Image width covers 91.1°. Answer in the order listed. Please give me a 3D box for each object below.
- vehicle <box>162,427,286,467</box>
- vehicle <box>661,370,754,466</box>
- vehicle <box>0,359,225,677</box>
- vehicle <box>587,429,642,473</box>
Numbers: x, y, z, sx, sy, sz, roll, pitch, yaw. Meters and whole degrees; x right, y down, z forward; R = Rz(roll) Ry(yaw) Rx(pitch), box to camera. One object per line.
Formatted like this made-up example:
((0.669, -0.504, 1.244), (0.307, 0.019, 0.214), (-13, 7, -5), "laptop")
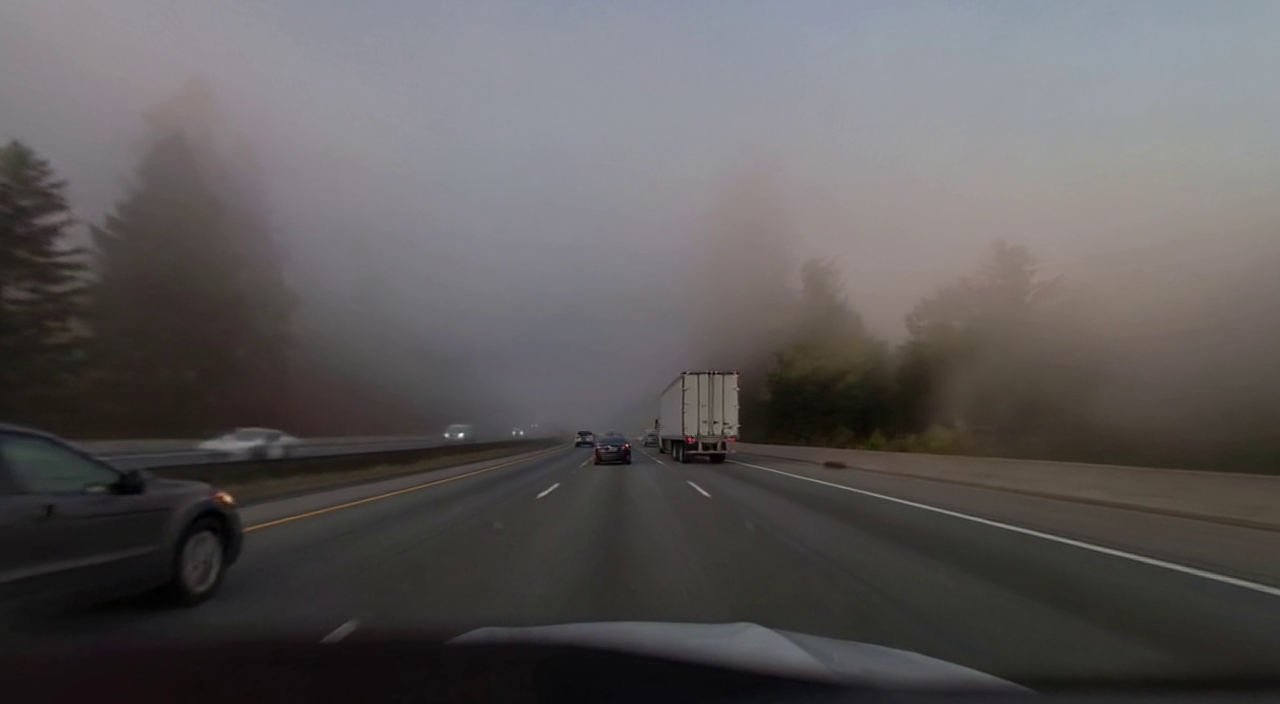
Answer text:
((-17.588, 4.051, 26.899), (2.131, 1.536, 4.656), (0, -8, 0), "vehicle")
((3.114, 3.828, 34.253), (2.946, 4.111, 14.652), (0, -8, -2), "vehicle")
((-4.581, 0.822, 2.810), (2.264, 1.699, 4.648), (0, -8, 0), "vehicle")
((-0.996, 3.936, 25.194), (2.048, 1.563, 4.087), (0, -8, -2), "vehicle")
